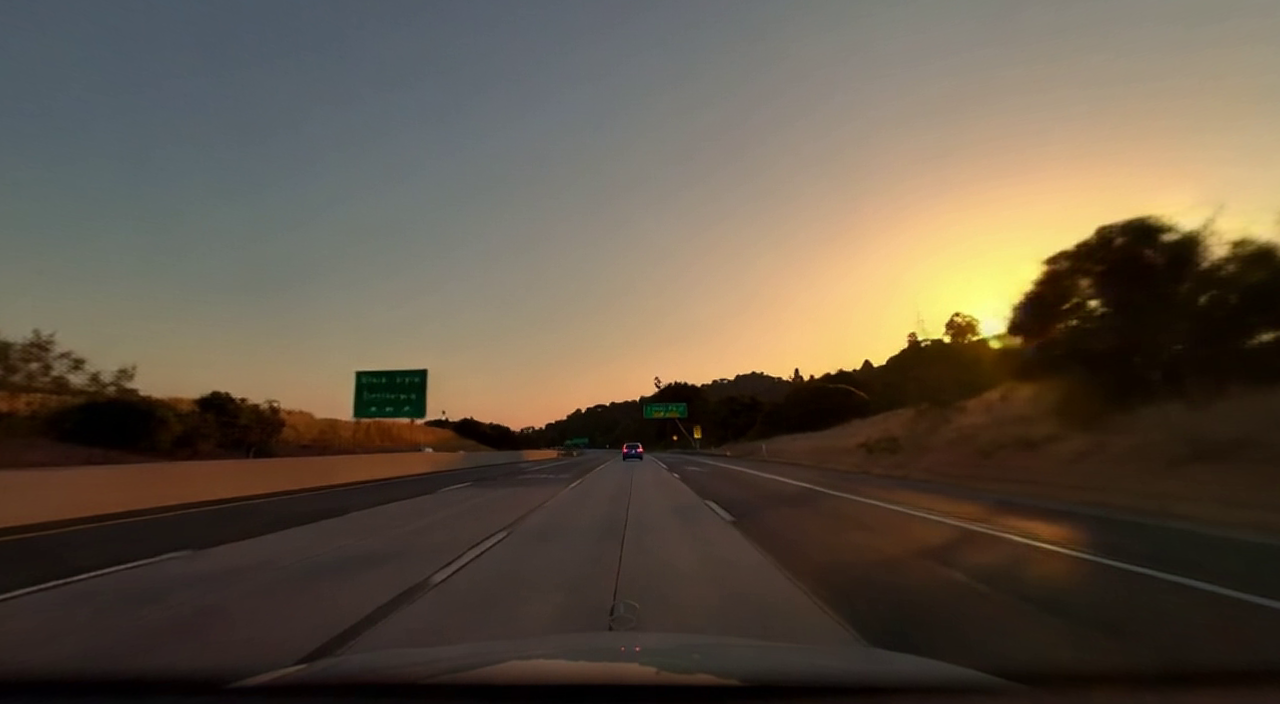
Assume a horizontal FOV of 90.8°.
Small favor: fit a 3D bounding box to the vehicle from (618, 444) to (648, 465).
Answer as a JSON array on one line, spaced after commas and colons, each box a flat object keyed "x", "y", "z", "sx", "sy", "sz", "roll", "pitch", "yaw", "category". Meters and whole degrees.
[{"x": -0.520, "y": 7.422, "z": 45.887, "sx": 2.080, "sy": 1.468, "sz": 3.884, "roll": 0, "pitch": -8, "yaw": -1, "category": "vehicle"}]
